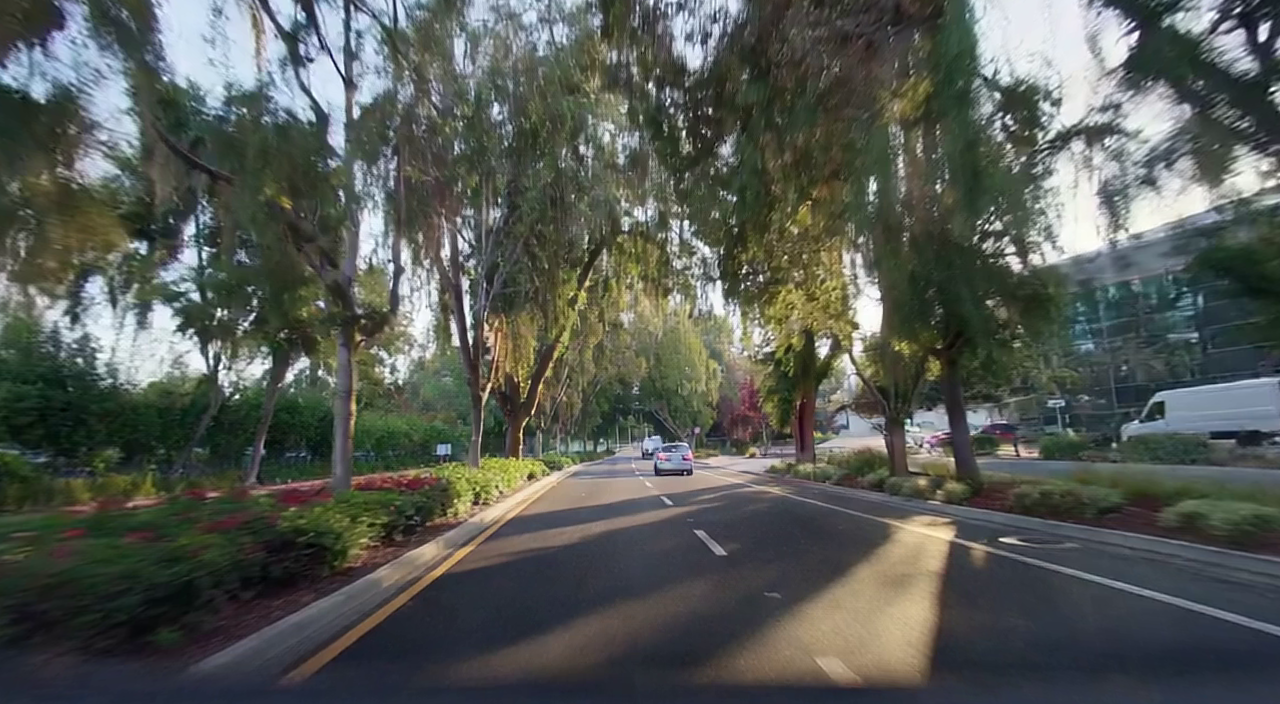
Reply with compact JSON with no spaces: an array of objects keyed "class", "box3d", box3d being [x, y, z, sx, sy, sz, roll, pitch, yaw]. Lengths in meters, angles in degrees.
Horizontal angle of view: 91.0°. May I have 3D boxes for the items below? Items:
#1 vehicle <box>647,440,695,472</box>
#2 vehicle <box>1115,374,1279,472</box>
[{"class":"vehicle","box3d":[1.544,5.390,32.915,2.044,1.537,4.528,0,-8,-3]},{"class":"vehicle","box3d":[21.970,2.698,23.097,2.286,3.163,8.614,0,-8,0]}]
